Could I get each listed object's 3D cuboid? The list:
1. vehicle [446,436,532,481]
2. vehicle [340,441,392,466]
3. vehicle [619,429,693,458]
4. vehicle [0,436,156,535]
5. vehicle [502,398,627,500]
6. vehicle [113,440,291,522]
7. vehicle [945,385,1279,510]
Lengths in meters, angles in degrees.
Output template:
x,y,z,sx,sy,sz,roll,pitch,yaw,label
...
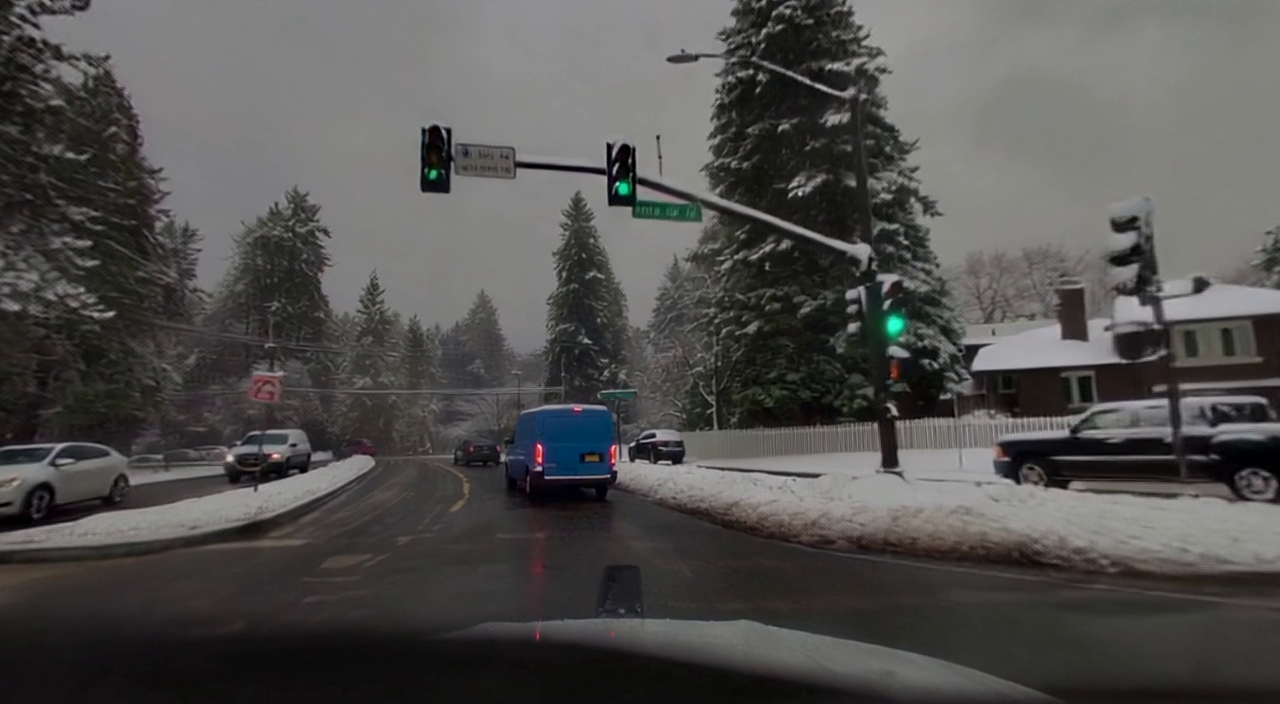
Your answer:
x,y,z,sx,sy,sz,roll,pitch,yaw,label
-5.595,3.798,23.009,2.008,1.445,4.386,4,-9,-28,vehicle
-17.548,6.451,40.353,1.911,1.493,4.291,6,-10,-39,vehicle
1.052,5.823,40.436,4.559,1.754,1.985,6,-10,-41,vehicle
-12.778,2.745,13.708,2.078,1.783,4.670,2,-8,-18,vehicle
-2.101,2.399,16.010,2.213,2.124,4.809,2,-8,-18,vehicle
-9.422,2.712,14.075,1.952,1.461,4.377,2,-8,-17,vehicle
9.917,1.900,12.812,2.514,2.026,6.104,6,-10,-41,vehicle
